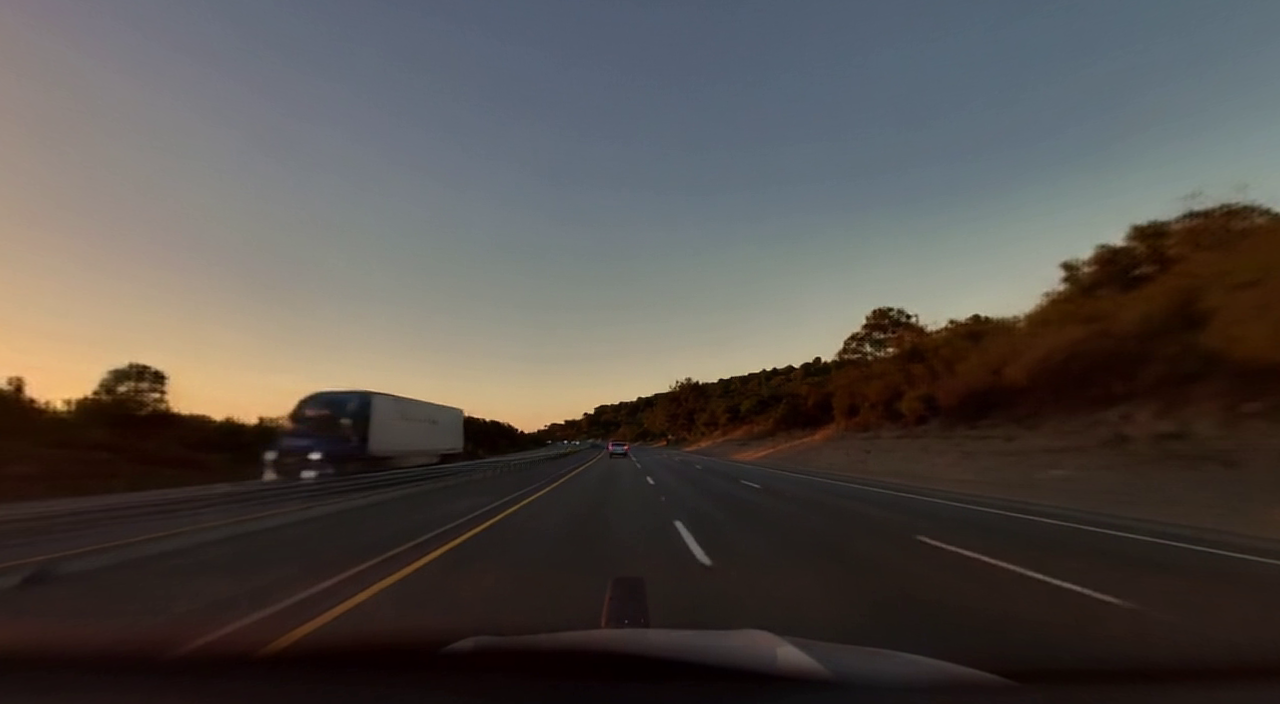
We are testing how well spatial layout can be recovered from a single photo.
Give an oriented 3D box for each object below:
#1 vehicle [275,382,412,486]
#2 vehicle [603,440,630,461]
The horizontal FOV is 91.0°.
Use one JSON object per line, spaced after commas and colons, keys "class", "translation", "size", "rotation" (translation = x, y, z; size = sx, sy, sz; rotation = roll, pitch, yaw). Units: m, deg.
{"class": "vehicle", "translation": [-12.458, 3.554, 27.181], "size": [2.992, 3.963, 6.037], "rotation": [0, -8, -2]}
{"class": "vehicle", "translation": [-1.752, 7.506, 48.131], "size": [2.009, 1.554, 4.013], "rotation": [0, -8, -1]}
